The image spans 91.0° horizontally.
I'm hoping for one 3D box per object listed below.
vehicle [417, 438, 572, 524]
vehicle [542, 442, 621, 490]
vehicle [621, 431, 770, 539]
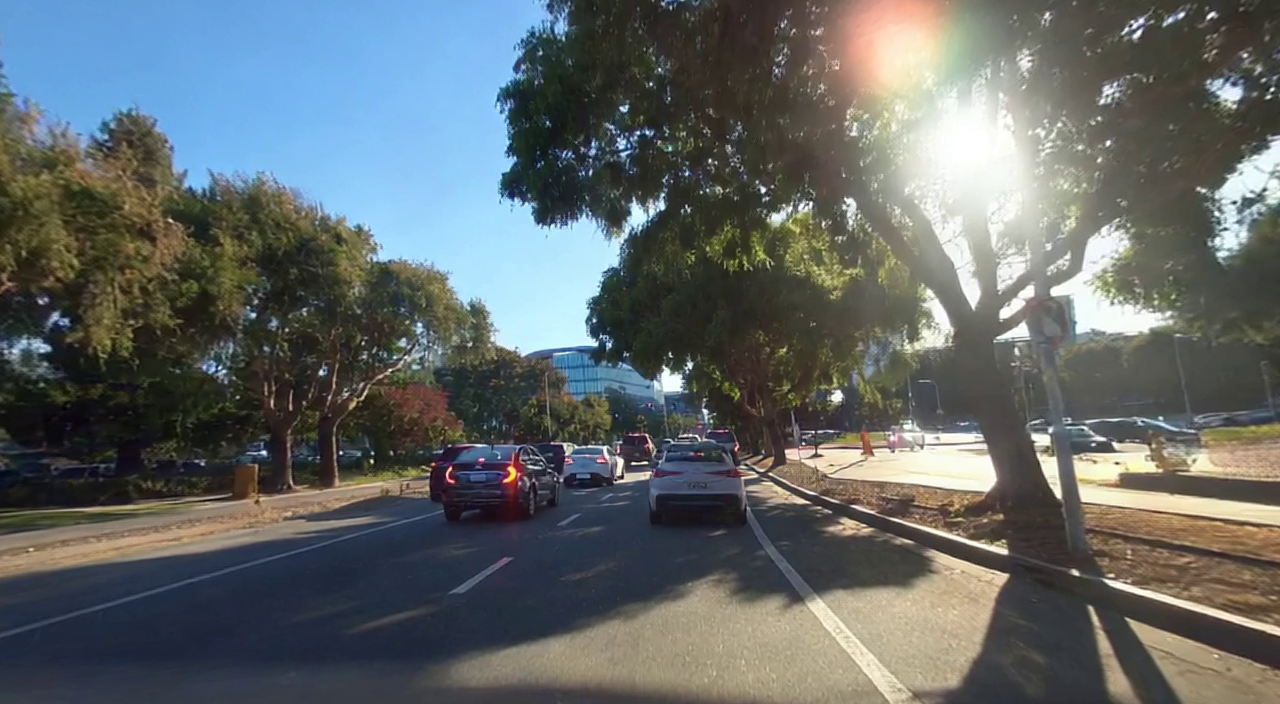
[{"bbox_3d":[-2.828,2.609,13.335,1.940,1.502,4.241,-1,-9,5],"label":"vehicle"},{"bbox_3d":[-1.928,3.919,22.062,1.870,1.490,4.187,-1,-9,7],"label":"vehicle"},{"bbox_3d":[0.888,2.240,11.203,2.142,1.528,4.133,-1,-9,3],"label":"vehicle"}]
